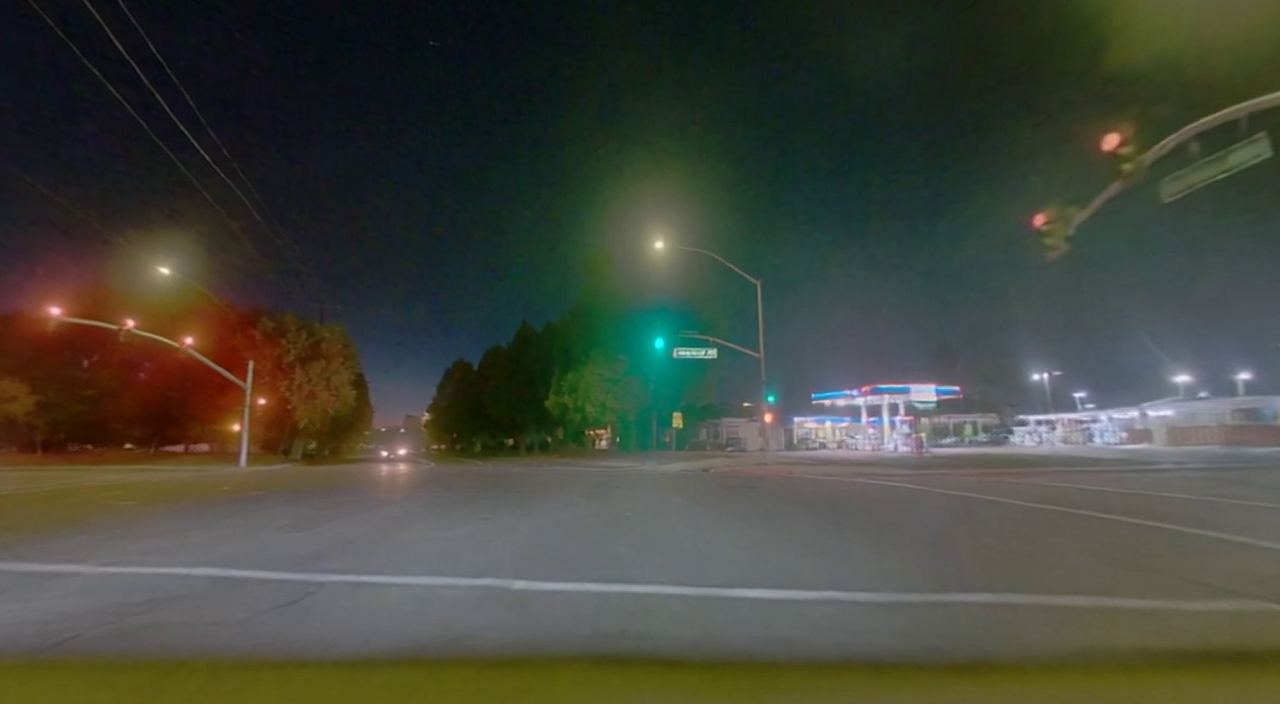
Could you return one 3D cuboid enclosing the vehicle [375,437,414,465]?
[{"bbox_3d":[-15.419,6.212,39.808,2.048,1.670,4.450,3,-8,-19],"label":"vehicle"}]
